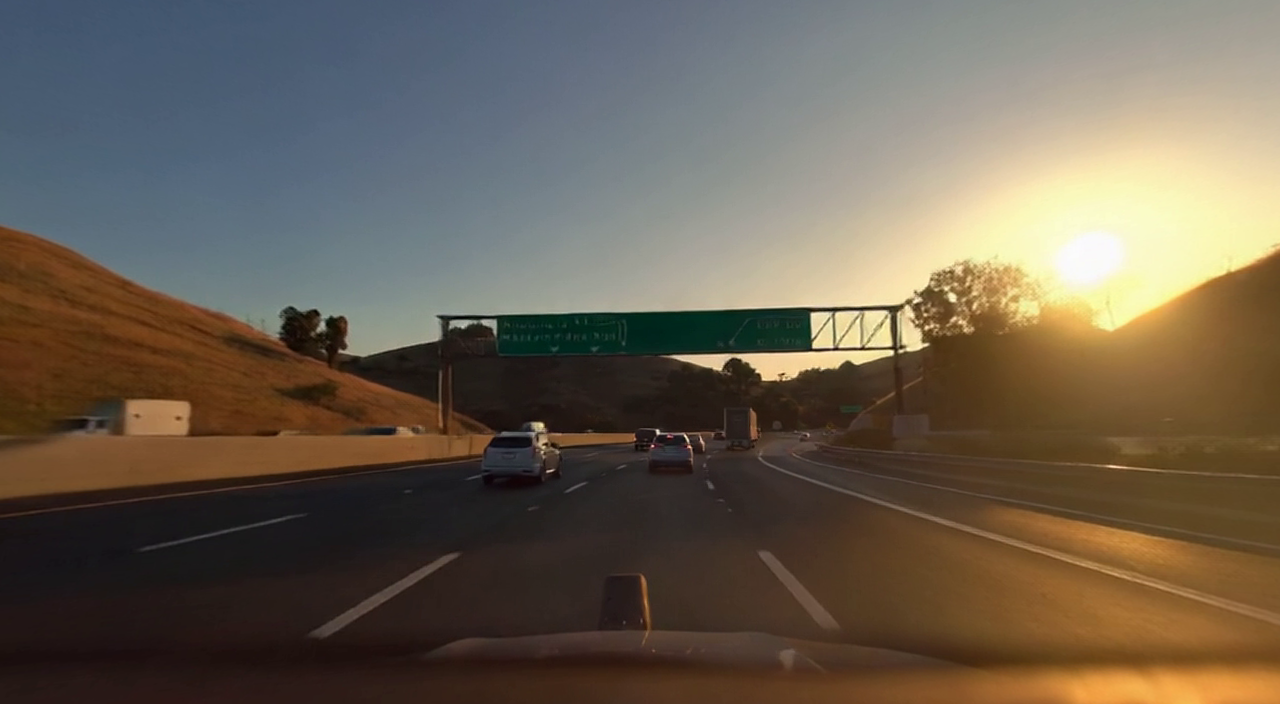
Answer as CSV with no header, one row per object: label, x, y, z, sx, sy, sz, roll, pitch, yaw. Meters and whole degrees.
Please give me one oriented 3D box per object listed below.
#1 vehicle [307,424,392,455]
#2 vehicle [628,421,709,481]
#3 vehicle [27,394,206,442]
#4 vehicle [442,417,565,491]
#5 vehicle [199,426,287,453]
vehicle,-15.842,4.828,34.670,2.217,1.546,4.425,-1,-8,6
vehicle,1.037,3.362,21.618,2.484,1.820,4.497,-1,-8,4
vehicle,-40.299,5.399,49.596,3.183,3.239,12.201,-1,-8,3
vehicle,-3.460,2.702,16.985,2.077,1.712,4.406,-1,-8,4
vehicle,-22.804,5.050,36.468,1.954,1.450,4.345,-1,-8,6
